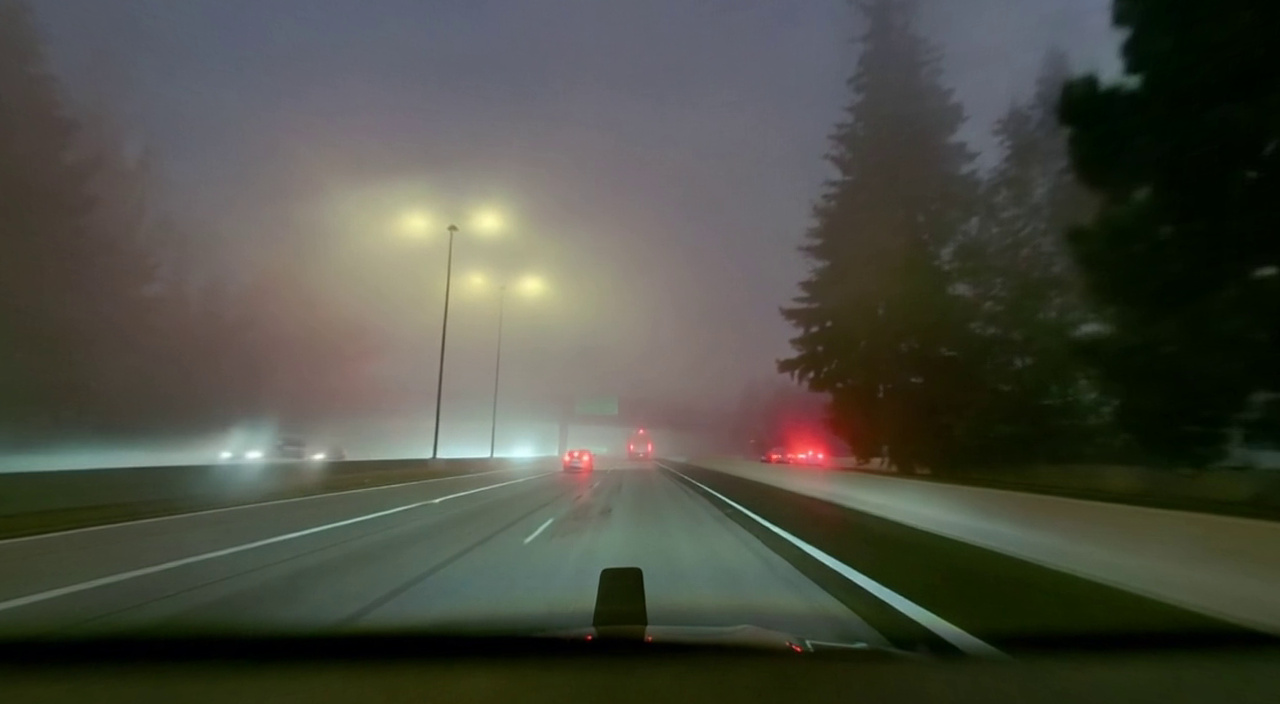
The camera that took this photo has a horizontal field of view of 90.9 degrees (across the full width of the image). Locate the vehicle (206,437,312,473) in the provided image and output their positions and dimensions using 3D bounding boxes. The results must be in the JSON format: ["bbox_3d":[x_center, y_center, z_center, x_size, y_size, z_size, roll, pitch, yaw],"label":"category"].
[{"bbox_3d":[-24.296,6.617,40.659,2.415,2.092,6.732,0,-9,2],"label":"vehicle"}]

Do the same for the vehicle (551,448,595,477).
[{"bbox_3d":[-3.754,6.279,36.037,2.070,1.564,4.145,0,-9,0],"label":"vehicle"}]

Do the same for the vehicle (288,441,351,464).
[{"bbox_3d":[-24.244,7.681,47.929,1.992,1.635,5.180,0,-9,1],"label":"vehicle"}]
